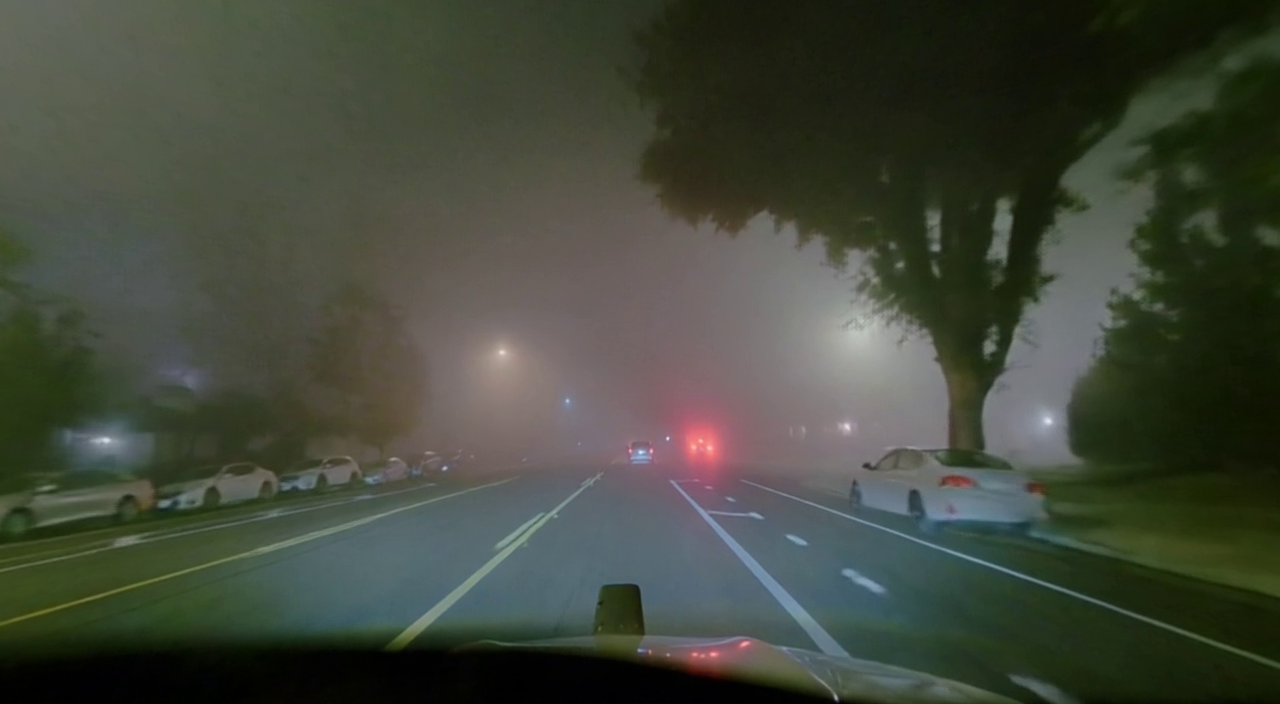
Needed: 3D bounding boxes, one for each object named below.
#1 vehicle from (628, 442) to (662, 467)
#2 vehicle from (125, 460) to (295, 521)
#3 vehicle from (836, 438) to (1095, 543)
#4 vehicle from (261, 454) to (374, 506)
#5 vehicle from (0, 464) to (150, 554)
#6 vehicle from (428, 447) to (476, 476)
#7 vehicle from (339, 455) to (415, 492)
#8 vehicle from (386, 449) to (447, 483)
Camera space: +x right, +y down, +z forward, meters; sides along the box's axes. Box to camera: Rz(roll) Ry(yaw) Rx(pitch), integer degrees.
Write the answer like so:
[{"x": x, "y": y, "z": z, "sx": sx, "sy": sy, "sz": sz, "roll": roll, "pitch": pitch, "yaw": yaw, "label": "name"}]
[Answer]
[{"x": 0.285, "y": 6.393, "z": 39.639, "sx": 2.022, "sy": 1.471, "sz": 3.973, "roll": 0, "pitch": -9, "yaw": -1, "label": "vehicle"}, {"x": -12.401, "y": 3.981, "z": 18.689, "sx": 1.916, "sy": 1.463, "sz": 4.564, "roll": 0, "pitch": -9, "yaw": -2, "label": "vehicle"}, {"x": 5.263, "y": 2.279, "z": 11.172, "sx": 1.978, "sy": 1.438, "sz": 4.716, "roll": 0, "pitch": -9, "yaw": -1, "label": "vehicle"}, {"x": -12.242, "y": 4.849, "z": 24.423, "sx": 1.905, "sy": 1.503, "sz": 5.015, "roll": -4, "pitch": -7, "yaw": -2, "label": "vehicle"}, {"x": -12.498, "y": 3.098, "z": 12.775, "sx": 1.877, "sy": 1.505, "sz": 4.125, "roll": 0, "pitch": -9, "yaw": -1, "label": "vehicle"}, {"x": -12.531, "y": 7.304, "z": 42.441, "sx": 1.904, "sy": 1.805, "sz": 5.100, "roll": 0, "pitch": -9, "yaw": -3, "label": "vehicle"}, {"x": -12.469, "y": 5.752, "z": 30.213, "sx": 1.810, "sy": 1.399, "sz": 4.285, "roll": -4, "pitch": -9, "yaw": 0, "label": "vehicle"}, {"x": -12.642, "y": 6.449, "z": 36.025, "sx": 1.938, "sy": 1.738, "sz": 4.516, "roll": 0, "pitch": -9, "yaw": -1, "label": "vehicle"}]
